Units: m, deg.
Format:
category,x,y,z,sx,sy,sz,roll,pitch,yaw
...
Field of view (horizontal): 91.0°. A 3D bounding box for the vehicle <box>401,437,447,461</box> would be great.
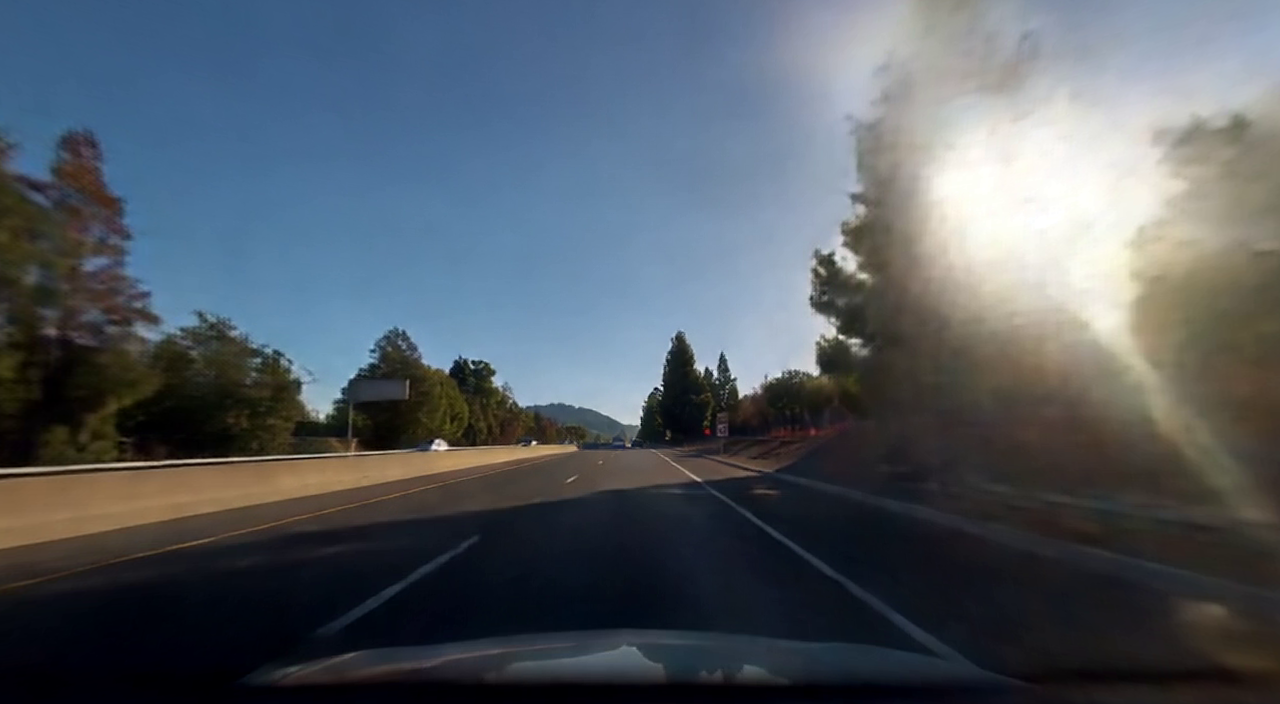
category,x,y,z,sx,sy,sz,roll,pitch,yaw
vehicle,-16.299,7.315,47.666,1.914,1.668,4.316,0,-8,0
